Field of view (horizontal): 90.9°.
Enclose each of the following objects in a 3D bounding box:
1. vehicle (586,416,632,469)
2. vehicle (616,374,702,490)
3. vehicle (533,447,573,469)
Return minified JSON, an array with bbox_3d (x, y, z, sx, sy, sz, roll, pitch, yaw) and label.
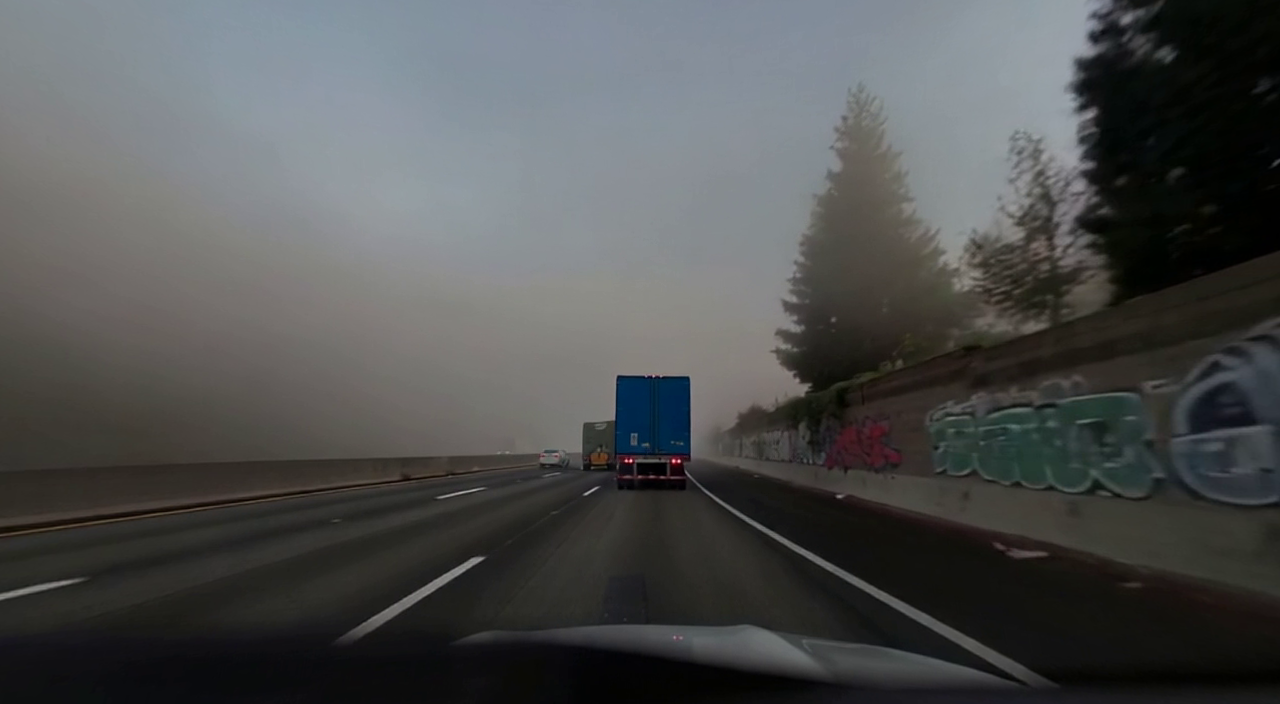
[{"bbox_3d":[-2.279,7.119,49.151,2.713,3.704,9.148,0,-9,3],"label":"vehicle"},{"bbox_3d":[0.856,3.637,27.779,2.997,4.069,10.871,0,-9,2],"label":"vehicle"},{"bbox_3d":[-6.221,7.668,45.686,1.962,1.471,4.792,0,-9,3],"label":"vehicle"}]
